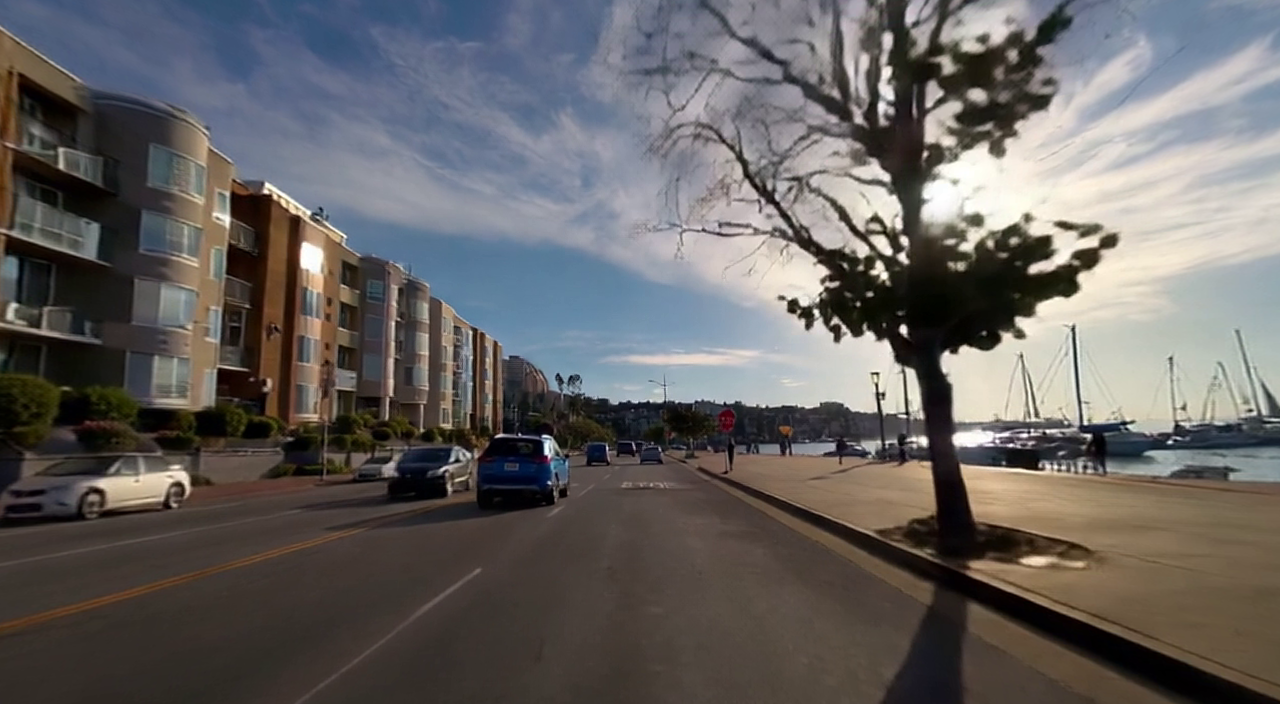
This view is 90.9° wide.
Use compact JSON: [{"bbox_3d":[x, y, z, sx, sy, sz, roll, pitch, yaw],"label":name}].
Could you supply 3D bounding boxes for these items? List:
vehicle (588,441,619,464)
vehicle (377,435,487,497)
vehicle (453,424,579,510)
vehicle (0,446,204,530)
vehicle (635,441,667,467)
[{"bbox_3d":[-2.836,7.895,49.567,2.056,1.680,4.205,-1,-8,1],"label":"vehicle"},{"bbox_3d":[-6.526,3.597,20.354,1.987,1.751,4.308,-1,-8,1],"label":"vehicle"},{"bbox_3d":[-2.889,2.814,15.915,2.082,1.817,4.724,-1,-8,2],"label":"vehicle"},{"bbox_3d":[-13.408,3.177,15.448,2.128,1.716,4.479,-1,-8,2],"label":"vehicle"},{"bbox_3d":[0.755,6.939,43.080,2.057,1.624,3.726,-1,-8,2],"label":"vehicle"}]
